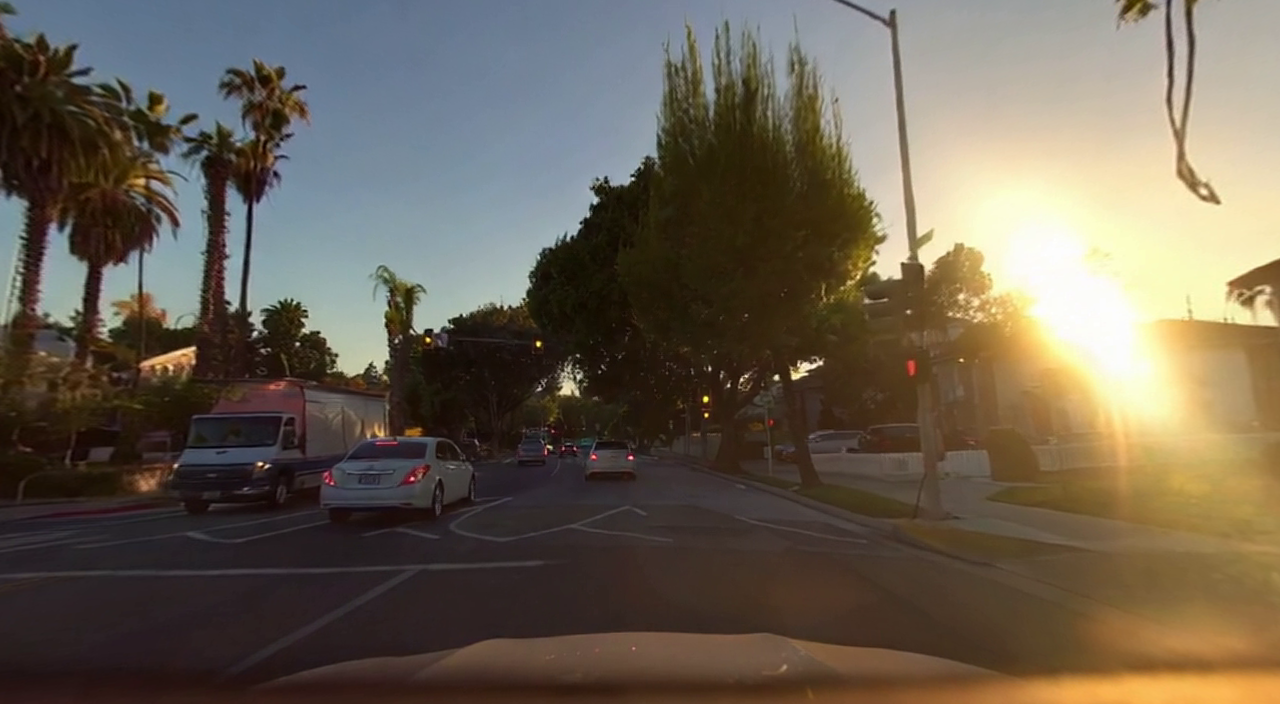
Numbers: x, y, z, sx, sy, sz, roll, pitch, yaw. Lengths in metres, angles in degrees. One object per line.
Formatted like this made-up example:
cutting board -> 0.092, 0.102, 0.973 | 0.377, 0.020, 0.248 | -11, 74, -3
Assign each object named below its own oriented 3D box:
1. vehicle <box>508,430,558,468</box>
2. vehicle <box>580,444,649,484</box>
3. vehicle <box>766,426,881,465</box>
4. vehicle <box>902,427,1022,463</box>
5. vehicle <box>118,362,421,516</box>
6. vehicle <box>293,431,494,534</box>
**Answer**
vehicle -> -5.663, 5.195, 33.903 | 2.032, 1.852, 4.571 | -1, -8, -1
vehicle -> -0.869, 3.764, 21.569 | 2.131, 1.222, 3.868 | 0, -8, -3
vehicle -> 8.709, 4.442, 30.029 | 4.742, 1.690, 2.218 | 2, -9, -18
vehicle -> 14.667, 4.227, 28.810 | 4.615, 1.555, 2.021 | 2, -9, -15
vehicle -> -7.719, 2.013, 14.561 | 2.821, 2.701, 6.721 | 0, -8, 1
vehicle -> -4.004, 2.168, 11.131 | 1.709, 1.425, 4.337 | -1, -8, 1
